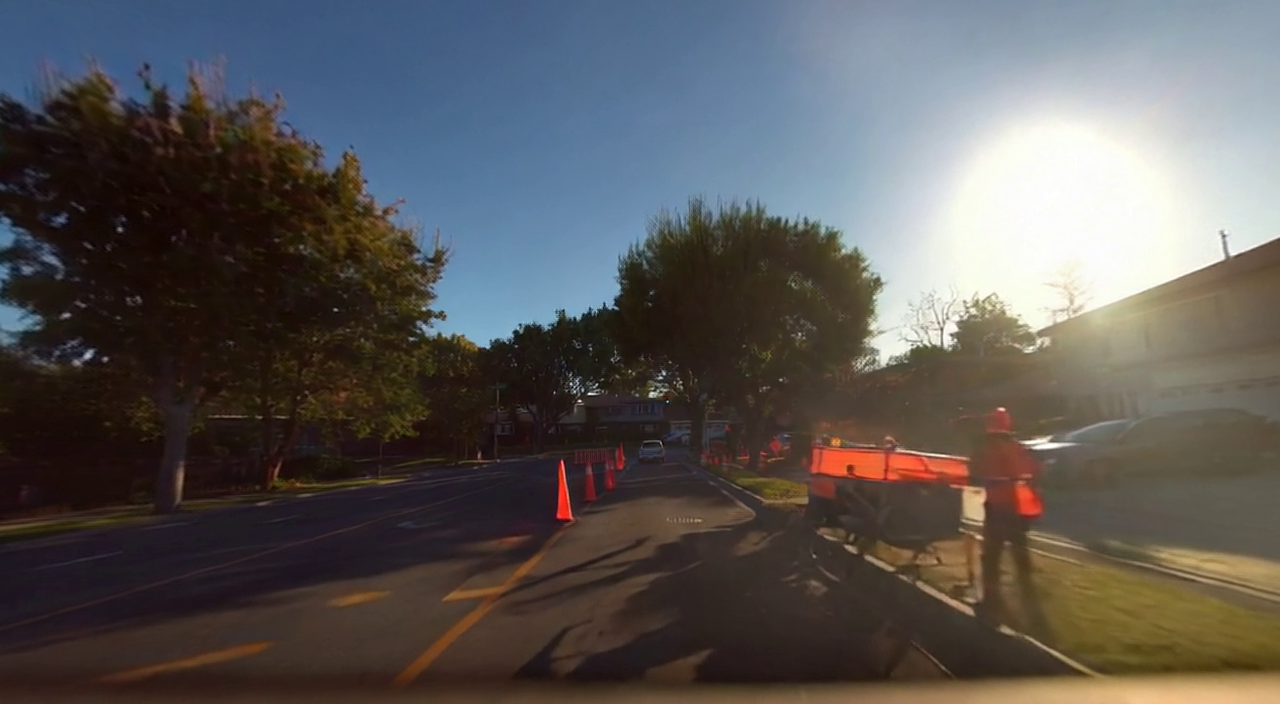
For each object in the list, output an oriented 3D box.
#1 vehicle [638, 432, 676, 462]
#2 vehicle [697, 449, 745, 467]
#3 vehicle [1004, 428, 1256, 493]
[{"bbox_3d":[1.011,5.819,38.599,2.151,1.708,4.084,0,-8,1],"label":"vehicle"},{"bbox_3d":[4.169,5.535,32.925,2.123,0.883,3.024,0,-8,1],"label":"vehicle"},{"bbox_3d":[11.706,2.611,15.340,4.463,1.466,1.813,-1,-8,5],"label":"vehicle"}]
